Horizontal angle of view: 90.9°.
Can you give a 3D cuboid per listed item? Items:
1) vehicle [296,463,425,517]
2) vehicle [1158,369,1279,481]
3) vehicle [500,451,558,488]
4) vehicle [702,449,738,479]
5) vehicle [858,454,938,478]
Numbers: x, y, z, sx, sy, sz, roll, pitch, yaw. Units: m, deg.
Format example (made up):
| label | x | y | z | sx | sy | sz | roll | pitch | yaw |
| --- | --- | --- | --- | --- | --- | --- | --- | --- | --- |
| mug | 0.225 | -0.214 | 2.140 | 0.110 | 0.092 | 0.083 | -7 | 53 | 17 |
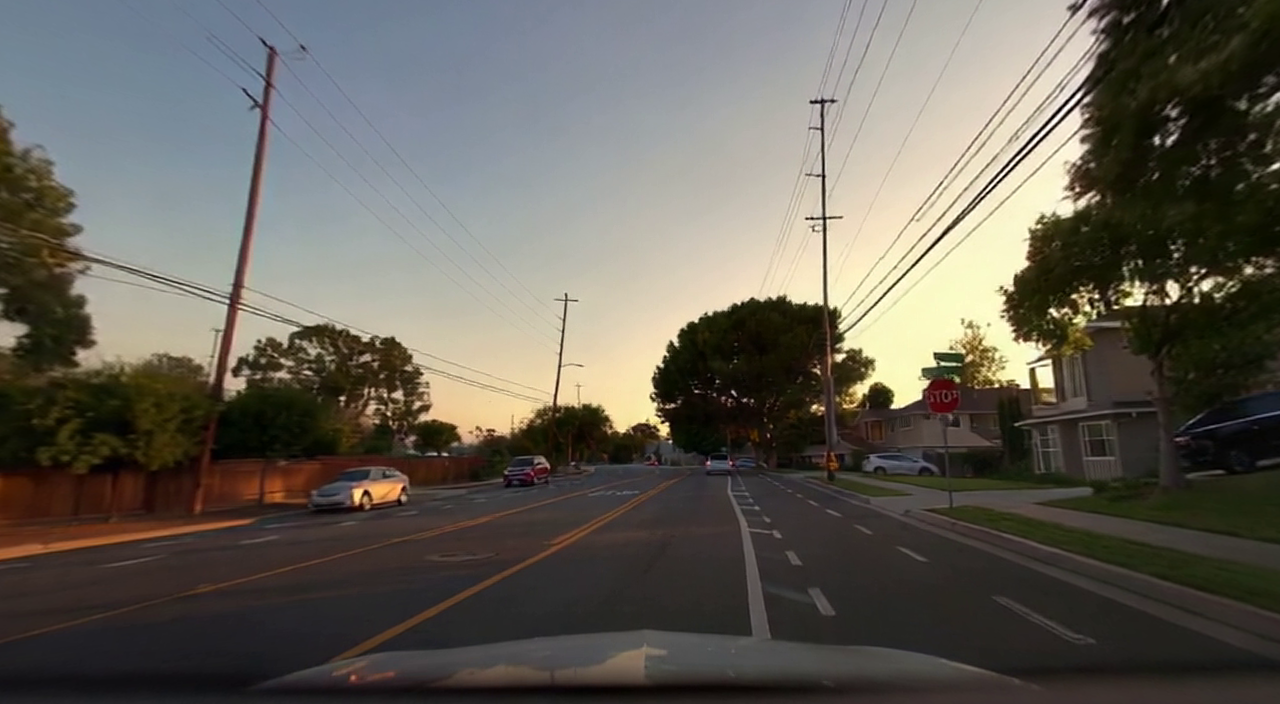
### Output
| label | x | y | z | sx | sy | sz | roll | pitch | yaw |
| --- | --- | --- | --- | --- | --- | --- | --- | --- | --- |
| vehicle | -9.257 | 4.579 | 21.376 | 1.965 | 1.455 | 4.472 | 0 | -8 | 5 |
| vehicle | 15.527 | 1.723 | 15.046 | 1.926 | 2.031 | 5.177 | 1 | -18 | 3 |
| vehicle | -6.647 | 7.100 | 38.450 | 1.998 | 2.047 | 5.167 | -1 | -8 | 7 |
| vehicle | 5.556 | 7.743 | 43.756 | 2.284 | 1.741 | 4.702 | 2 | -7 | 8 |
| vehicle | 17.648 | 7.804 | 43.237 | 4.648 | 1.511 | 1.919 | 0 | -8 | 5 |
